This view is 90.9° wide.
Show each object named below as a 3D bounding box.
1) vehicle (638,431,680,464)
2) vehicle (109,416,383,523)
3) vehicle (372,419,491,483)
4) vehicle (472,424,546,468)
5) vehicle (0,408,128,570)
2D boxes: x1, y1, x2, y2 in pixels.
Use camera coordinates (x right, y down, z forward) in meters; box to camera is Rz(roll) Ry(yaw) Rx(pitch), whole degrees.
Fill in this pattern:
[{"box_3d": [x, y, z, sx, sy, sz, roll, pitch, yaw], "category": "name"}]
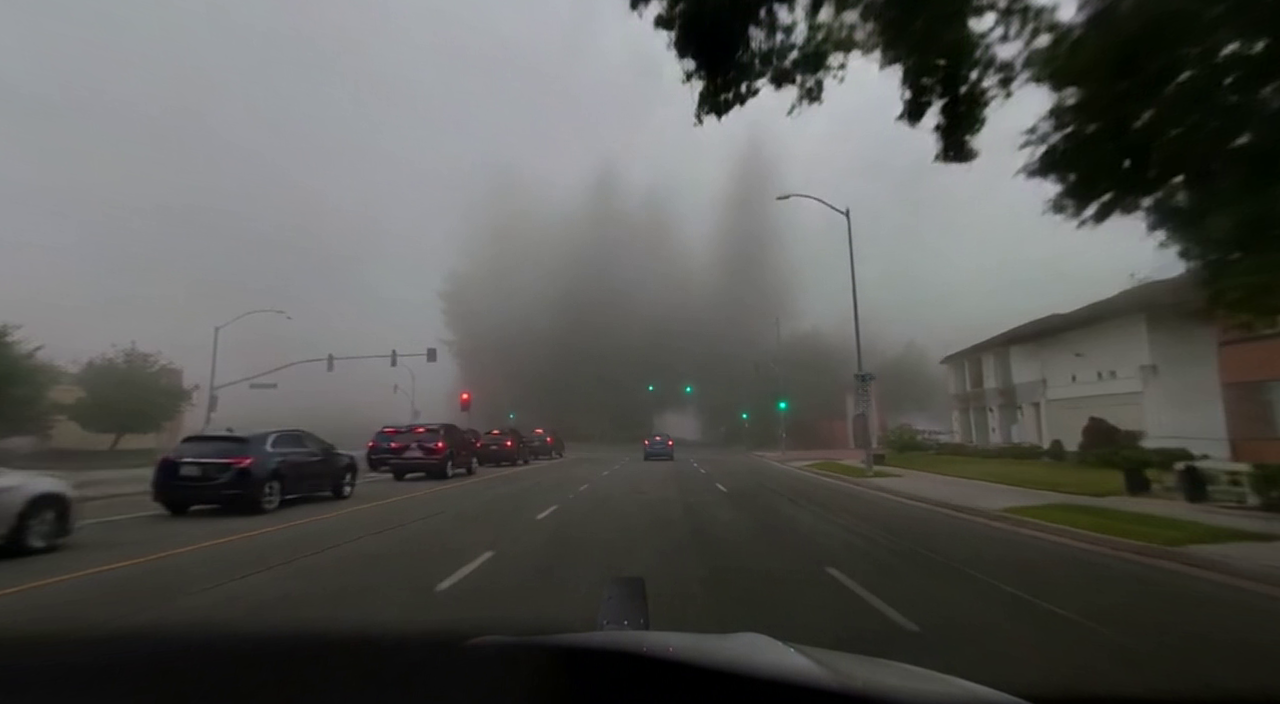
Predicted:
[{"box_3d": [1.074, 5.172, 34.318, 2.197, 1.682, 3.642, 0, -8, 3], "category": "vehicle"}, {"box_3d": [-7.017, 2.138, 12.046, 2.121, 1.630, 4.642, 0, -8, 2], "category": "vehicle"}, {"box_3d": [-6.546, 3.196, 20.509, 1.951, 1.809, 4.917, 0, -8, 3], "category": "vehicle"}, {"box_3d": [-6.027, 4.418, 29.722, 2.111, 1.864, 4.932, -1, -8, 4], "category": "vehicle"}, {"box_3d": [-7.375, 1.318, 5.920, 1.870, 1.616, 3.765, 0, -8, 1], "category": "vehicle"}]
